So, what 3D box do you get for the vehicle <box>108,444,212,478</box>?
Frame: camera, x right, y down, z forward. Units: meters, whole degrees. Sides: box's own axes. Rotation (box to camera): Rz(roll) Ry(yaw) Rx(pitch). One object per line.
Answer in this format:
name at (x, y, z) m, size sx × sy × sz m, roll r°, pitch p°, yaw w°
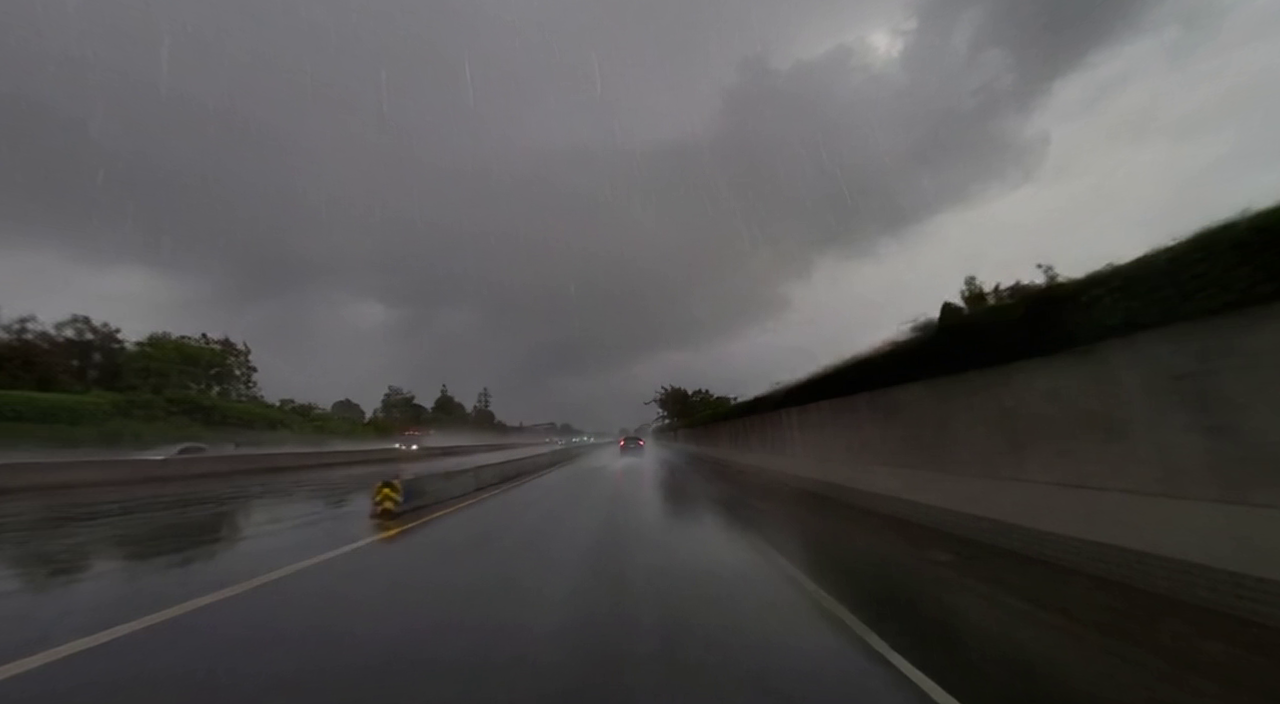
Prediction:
vehicle at (-23.611, 5.337, 31.210) m, size 1.899 × 1.481 × 4.618 m, roll 0°, pitch -8°, yaw -5°
